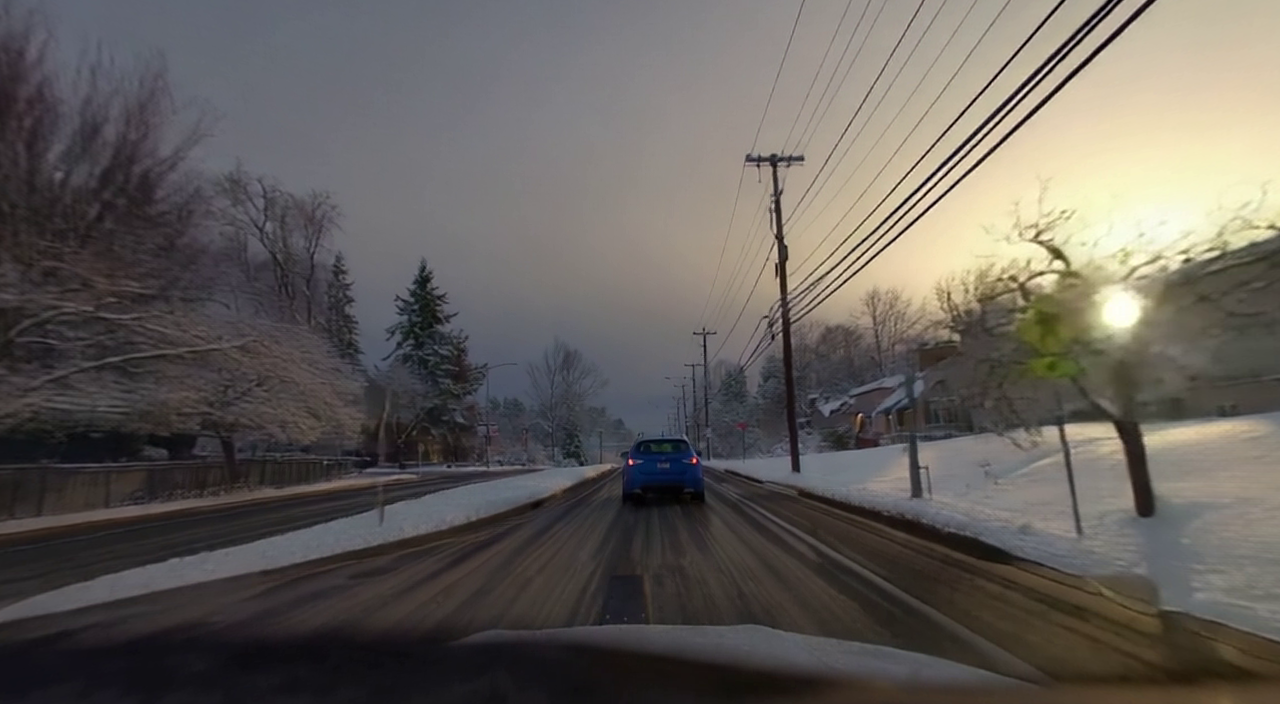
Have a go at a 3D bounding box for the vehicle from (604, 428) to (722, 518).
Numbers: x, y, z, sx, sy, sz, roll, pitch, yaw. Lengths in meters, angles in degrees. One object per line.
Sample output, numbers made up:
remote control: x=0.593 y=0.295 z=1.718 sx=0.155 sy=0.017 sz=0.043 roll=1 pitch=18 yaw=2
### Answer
vehicle: x=0.424 y=2.570 z=13.921 sx=2.200 sy=1.653 sz=4.127 roll=0 pitch=-8 yaw=0
